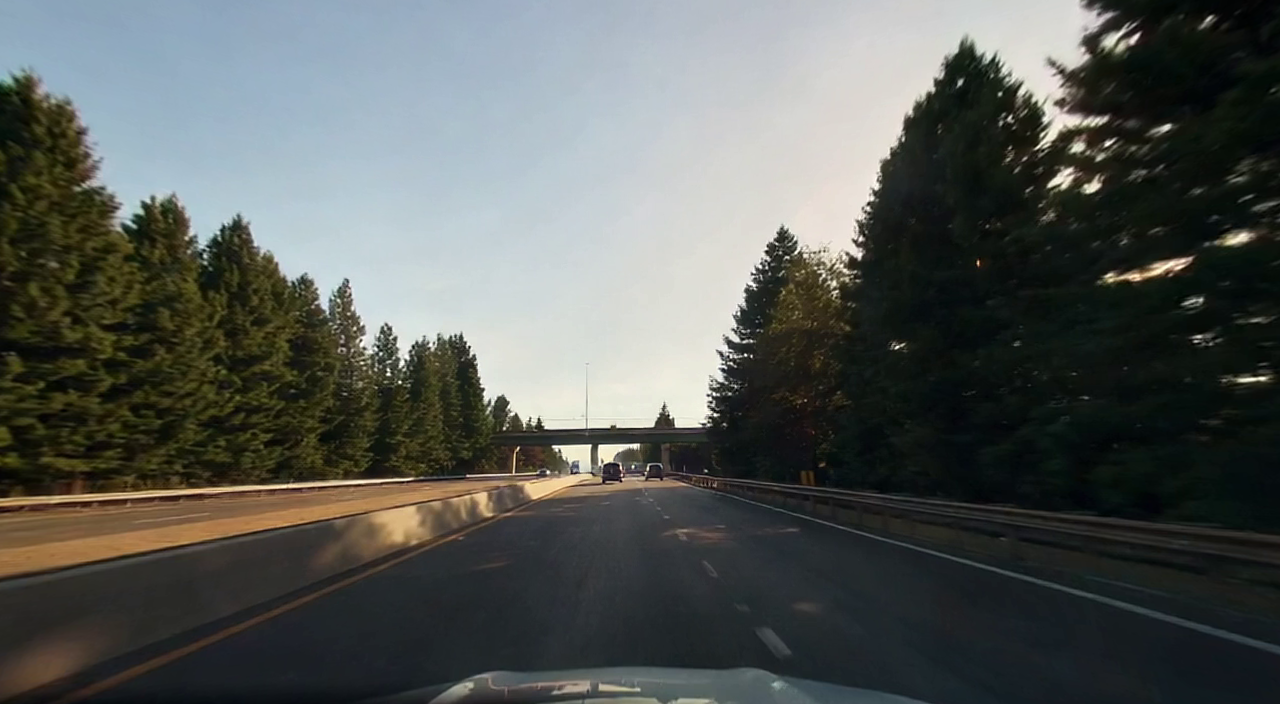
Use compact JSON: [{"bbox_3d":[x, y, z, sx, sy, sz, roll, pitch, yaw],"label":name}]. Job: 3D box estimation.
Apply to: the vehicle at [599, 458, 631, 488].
[{"bbox_3d":[-1.753,8.676,45.333,2.162,1.973,4.341,1,-11,-2],"label":"vehicle"}]
